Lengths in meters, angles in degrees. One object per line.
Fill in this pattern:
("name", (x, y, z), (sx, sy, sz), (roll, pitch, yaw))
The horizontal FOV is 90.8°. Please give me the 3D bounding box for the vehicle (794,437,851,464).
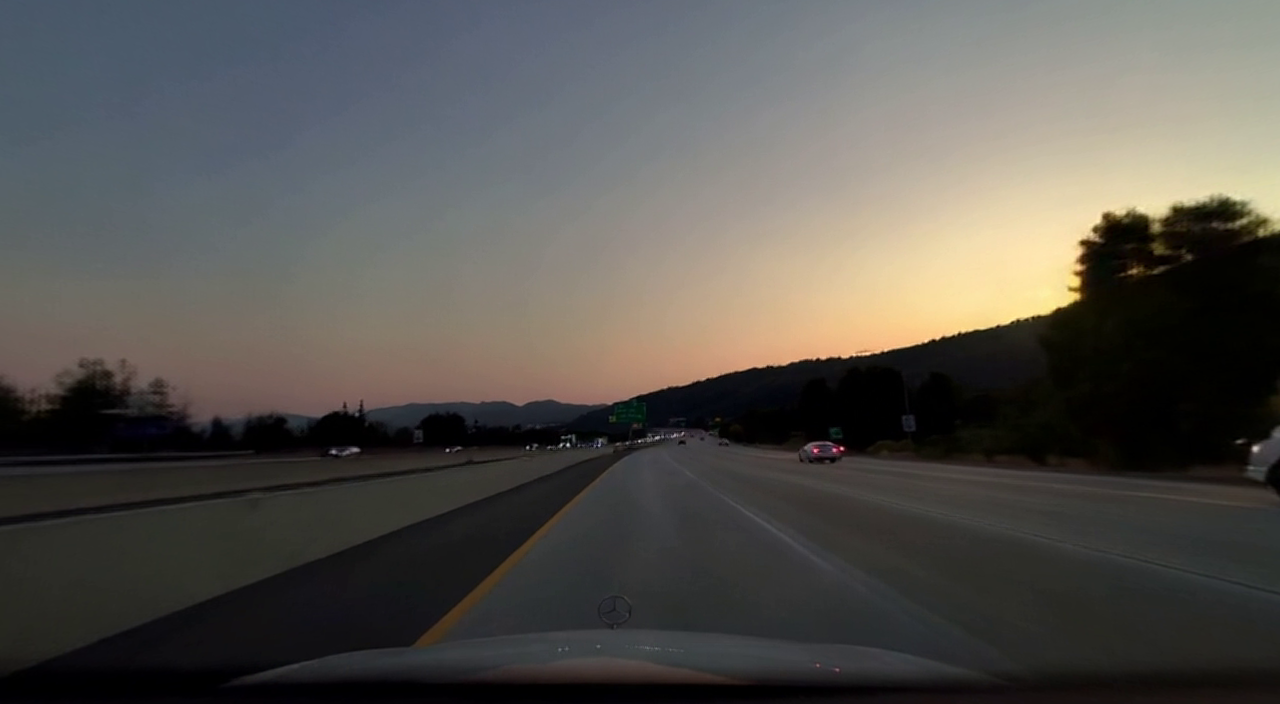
("vehicle", (11.276, 6.111, 39.282), (2.229, 1.599, 4.253), (0, -8, 0))
